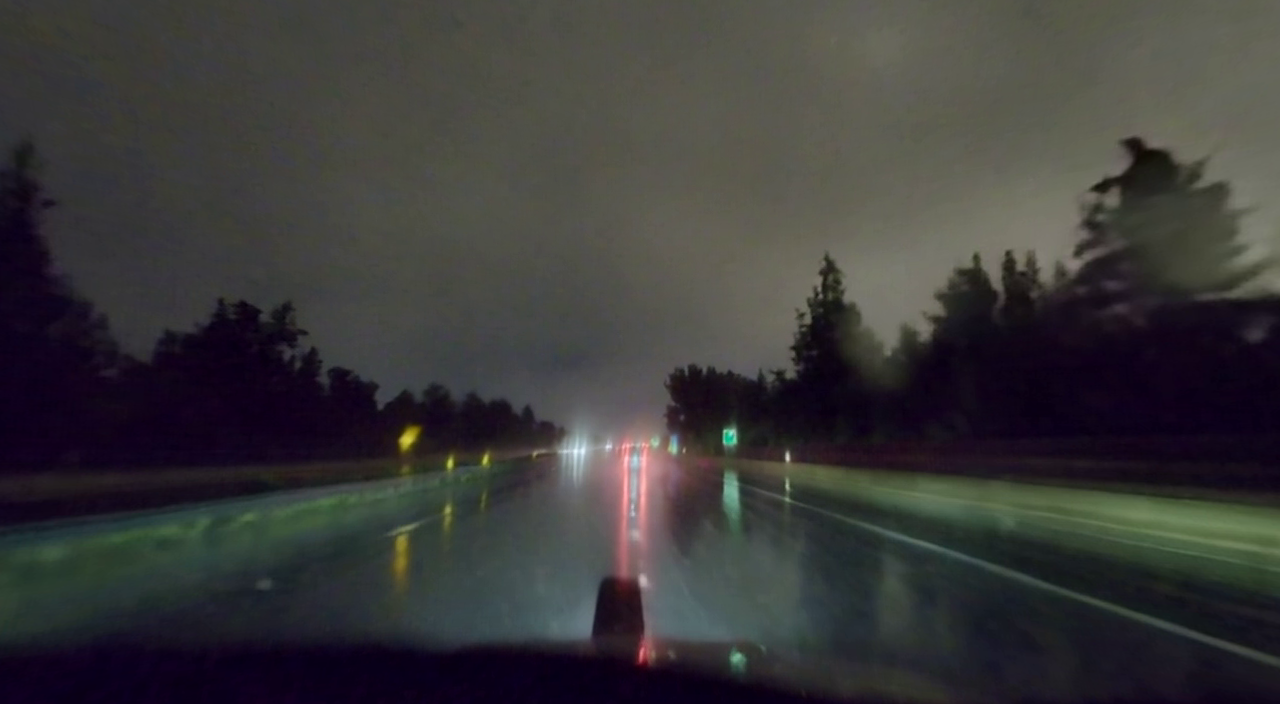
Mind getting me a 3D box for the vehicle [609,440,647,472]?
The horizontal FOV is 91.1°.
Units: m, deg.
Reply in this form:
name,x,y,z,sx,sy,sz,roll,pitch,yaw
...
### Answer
name,x,y,z,sx,sy,sz,roll,pitch,yaw
vehicle,-0.690,6.107,37.098,2.120,1.715,4.153,0,-9,0
